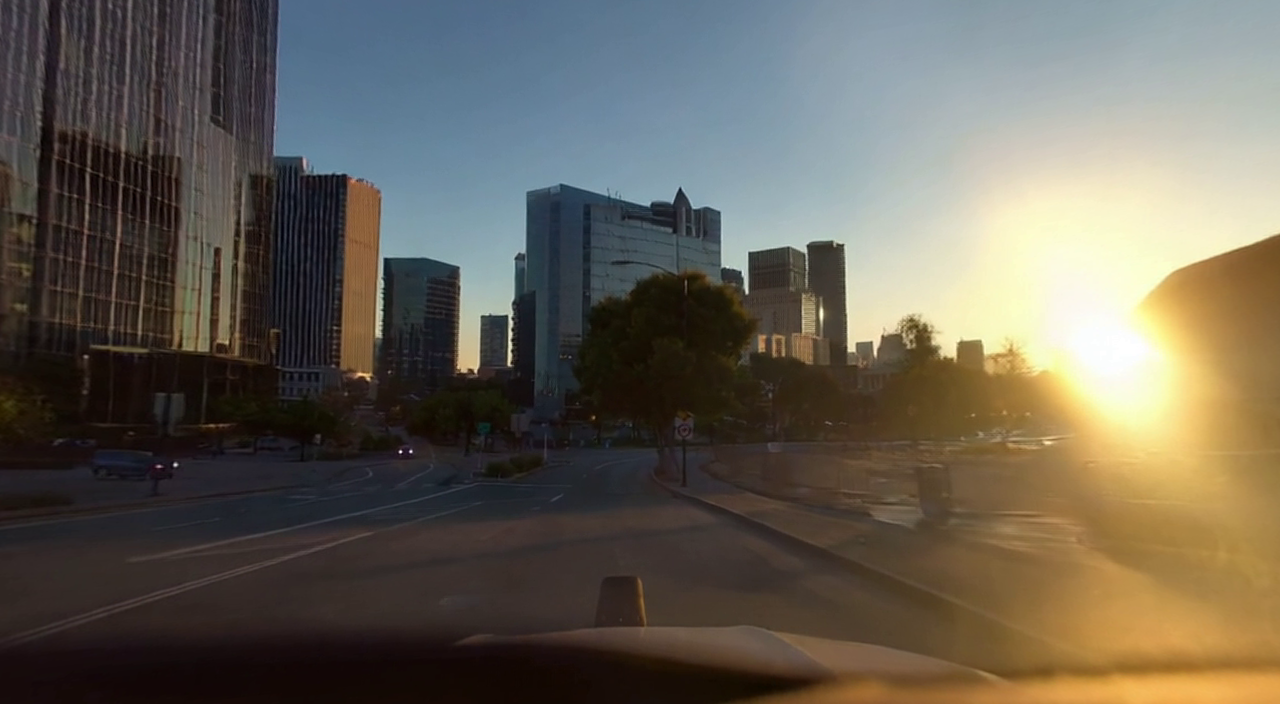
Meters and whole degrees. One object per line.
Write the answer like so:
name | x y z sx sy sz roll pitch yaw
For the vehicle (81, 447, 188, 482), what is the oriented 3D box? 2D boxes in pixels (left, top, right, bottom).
vehicle | -27.668 6.102 34.613 4.473 1.778 2.125 -2 -9 14
